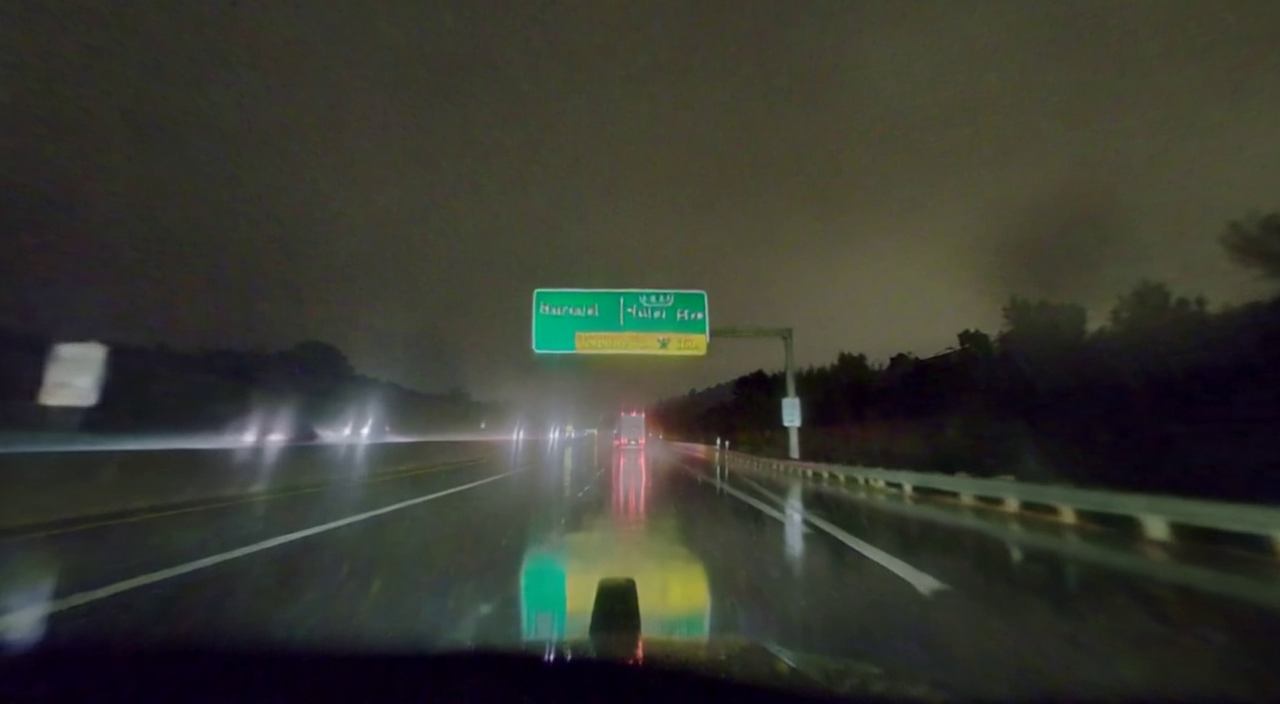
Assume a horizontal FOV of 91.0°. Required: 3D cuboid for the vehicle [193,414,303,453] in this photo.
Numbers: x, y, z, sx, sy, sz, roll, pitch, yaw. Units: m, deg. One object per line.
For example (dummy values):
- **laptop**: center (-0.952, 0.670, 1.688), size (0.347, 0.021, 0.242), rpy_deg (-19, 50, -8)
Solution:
- **vehicle**: center (-19.147, 4.070, 31.076), size (2.079, 1.741, 5.302), rpy_deg (0, -8, -1)
